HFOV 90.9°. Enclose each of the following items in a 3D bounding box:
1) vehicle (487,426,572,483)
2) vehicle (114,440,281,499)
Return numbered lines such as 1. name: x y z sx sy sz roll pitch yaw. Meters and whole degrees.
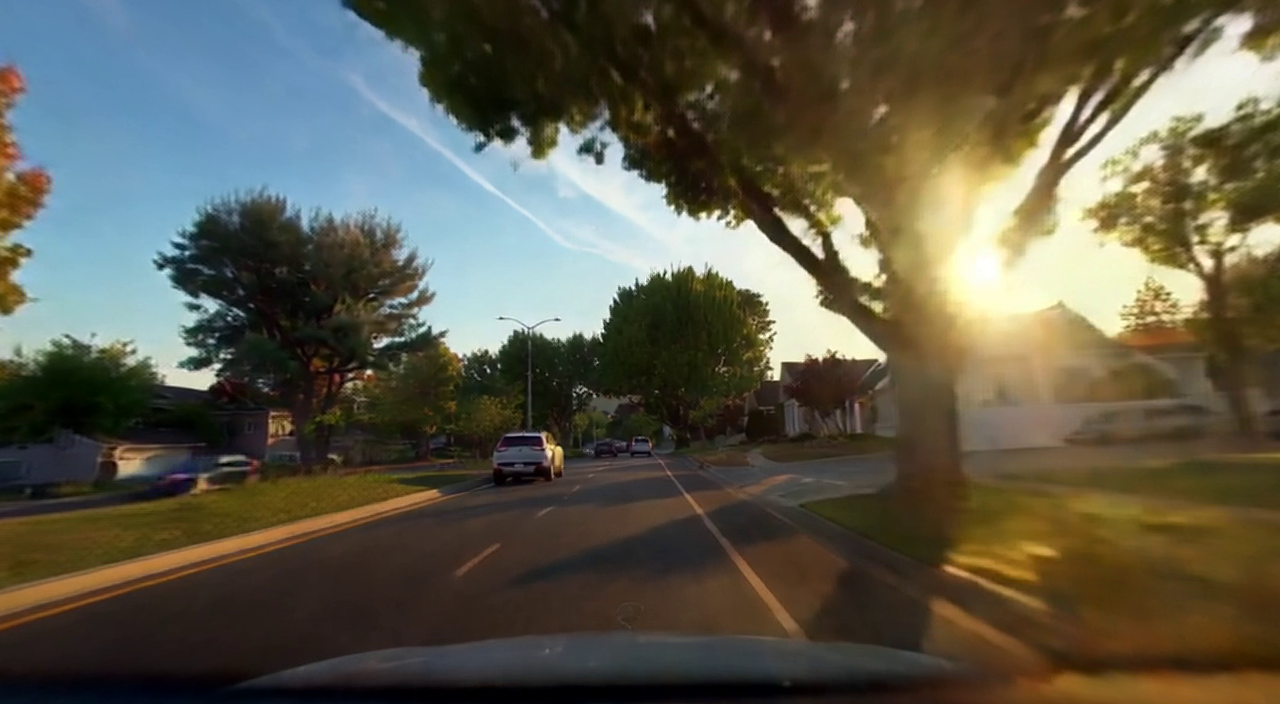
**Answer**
1. vehicle: -3.659 3.505 21.788 2.073 1.770 4.302 0 -8 1
2. vehicle: -15.306 4.047 22.295 2.008 1.801 5.285 0 -8 0
